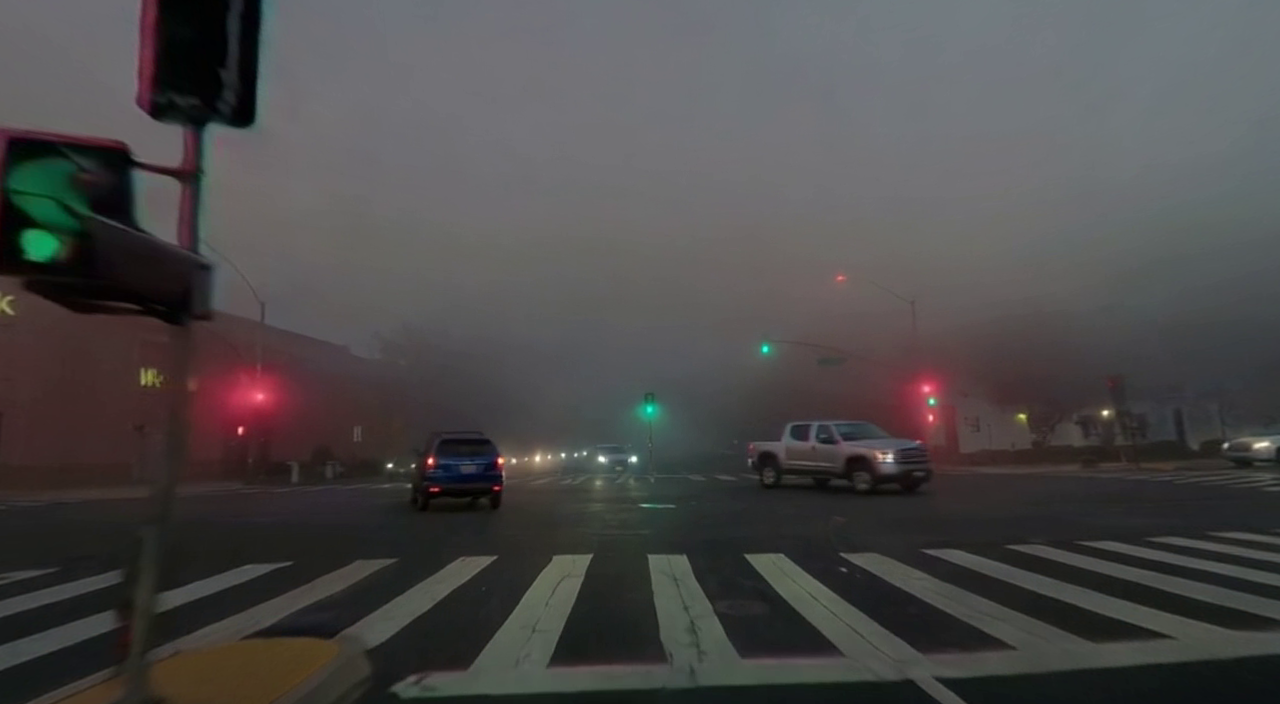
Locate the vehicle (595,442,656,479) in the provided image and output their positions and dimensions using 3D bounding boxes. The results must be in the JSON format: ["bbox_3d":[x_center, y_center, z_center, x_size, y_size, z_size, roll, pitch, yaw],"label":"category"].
[{"bbox_3d":[-0.801,5.127,30.133,2.142,1.607,4.733,1,-9,-11],"label":"vehicle"}]

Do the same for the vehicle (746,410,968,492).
[{"bbox_3d":[6.701,3.114,20.068,5.960,2.200,2.708,-8,-11,41],"label":"vehicle"}]

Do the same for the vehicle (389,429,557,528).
[{"bbox_3d":[-3.829,2.656,13.917,2.238,1.762,4.445,5,-10,-32],"label":"vehicle"}]
